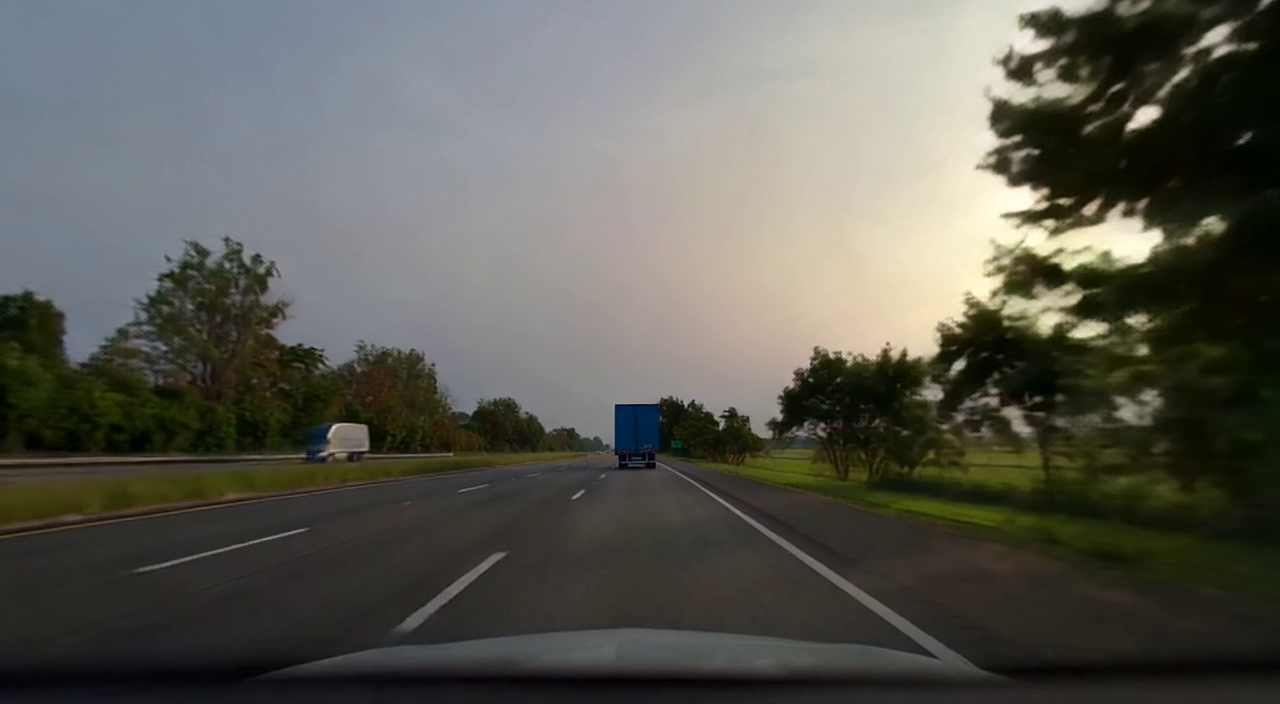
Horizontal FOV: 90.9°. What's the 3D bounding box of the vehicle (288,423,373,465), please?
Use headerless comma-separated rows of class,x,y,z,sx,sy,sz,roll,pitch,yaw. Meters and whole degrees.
vehicle,-22.823,6.886,46.906,2.525,2.836,7.355,0,-9,0

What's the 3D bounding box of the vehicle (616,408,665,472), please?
vehicle,0.010,6.254,44.438,2.982,3.947,11.075,0,-9,0
